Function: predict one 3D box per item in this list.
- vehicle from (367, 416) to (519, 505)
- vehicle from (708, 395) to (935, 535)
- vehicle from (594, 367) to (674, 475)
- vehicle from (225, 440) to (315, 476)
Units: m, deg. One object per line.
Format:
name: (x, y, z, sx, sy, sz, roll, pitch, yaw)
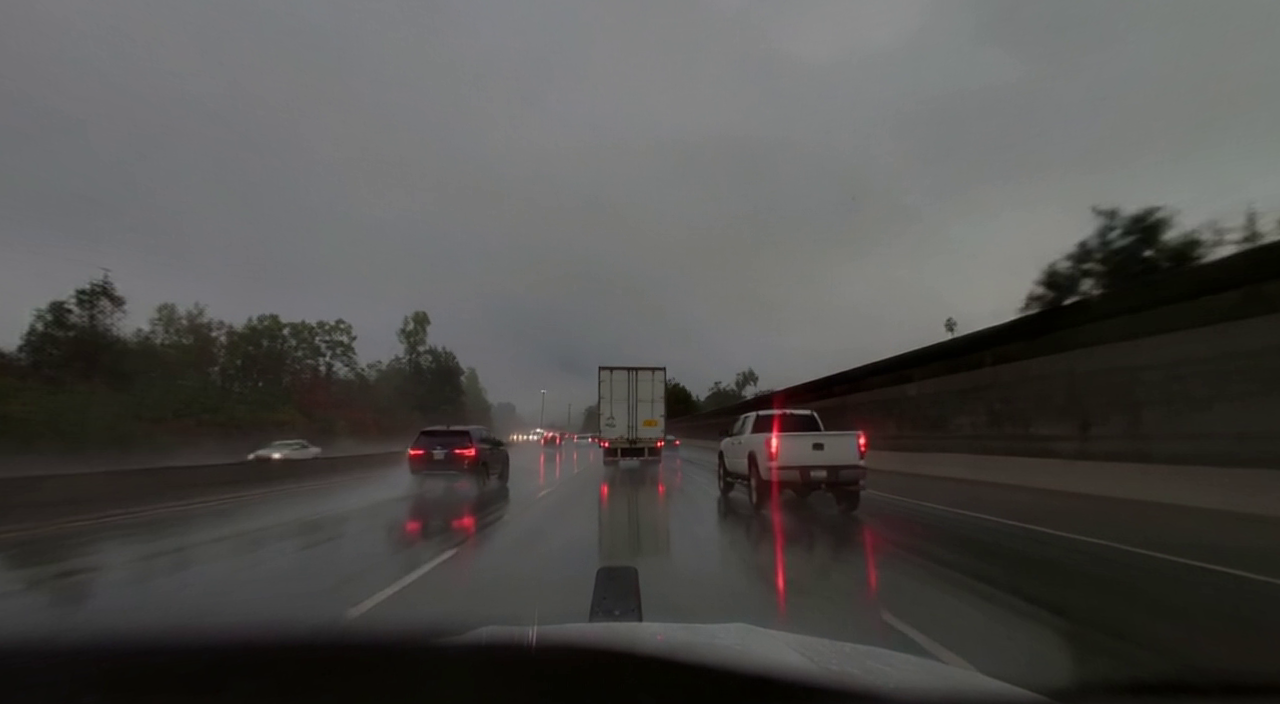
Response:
vehicle: (-4.328, 2.452, 14.684, 2.134, 1.752, 4.375, 0, -8, 0)
vehicle: (2.678, 1.819, 10.813, 2.118, 1.832, 4.901, 0, -8, -4)
vehicle: (-0.551, 3.209, 28.083, 2.904, 3.915, 10.473, 0, -8, -4)
vehicle: (-19.966, 5.690, 34.251, 1.941, 1.795, 5.025, 0, -8, -1)
